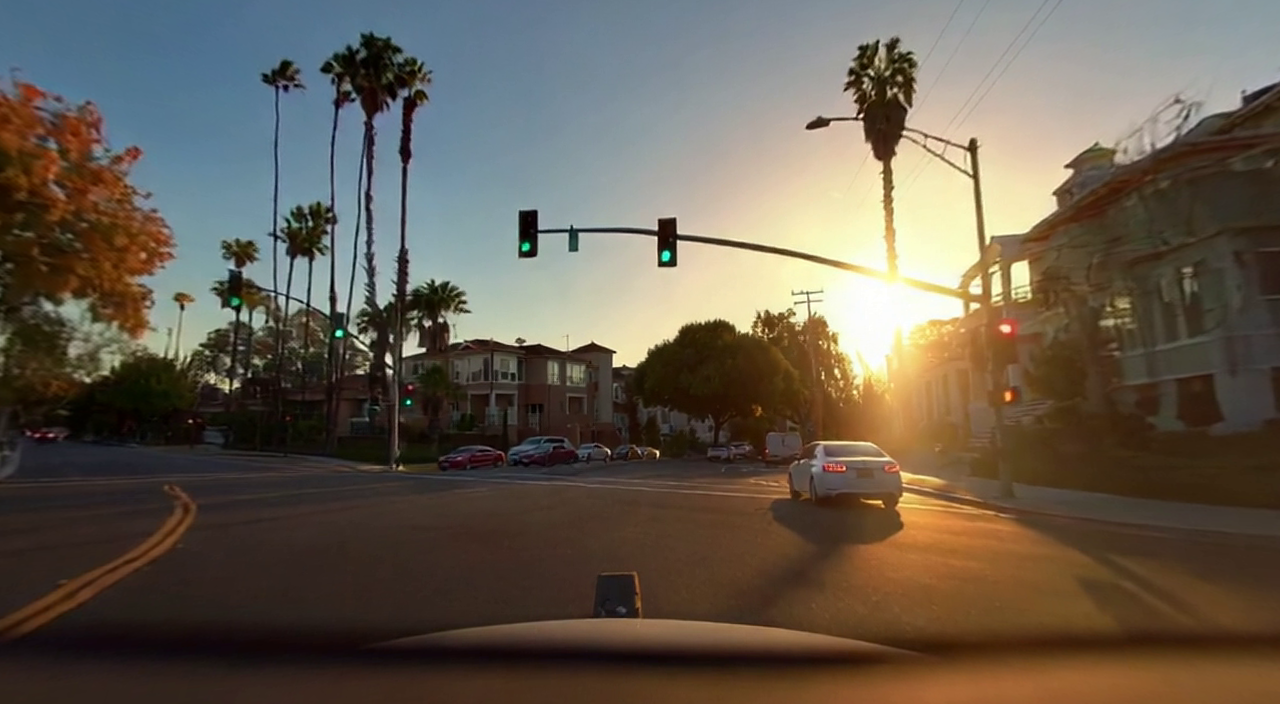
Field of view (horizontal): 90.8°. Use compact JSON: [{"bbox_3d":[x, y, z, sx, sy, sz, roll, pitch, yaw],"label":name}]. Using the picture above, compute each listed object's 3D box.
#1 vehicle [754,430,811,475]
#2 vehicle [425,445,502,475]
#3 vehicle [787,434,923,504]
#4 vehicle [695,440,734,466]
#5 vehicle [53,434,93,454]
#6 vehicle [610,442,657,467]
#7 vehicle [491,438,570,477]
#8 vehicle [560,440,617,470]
[{"bbox_3d":[6.725,4.787,30.298,2.109,2.002,4.424,-1,-8,6],"label":"vehicle"},{"bbox_3d":[-8.582,5.245,31.013,1.891,1.358,3.828,-2,-9,16],"label":"vehicle"},{"bbox_3d":[5.377,2.976,16.546,2.096,1.552,4.519,0,-8,2],"label":"vehicle"},{"bbox_3d":[4.805,6.434,40.450,1.923,1.576,4.026,-2,-9,14],"label":"vehicle"},{"bbox_3d":[-42.533,6.895,47.319,2.013,1.442,4.173,7,-11,-42],"label":"vehicle"},{"bbox_3d":[-0.418,7.468,46.268,2.081,1.453,4.698,-5,-7,16],"label":"vehicle"},{"bbox_3d":[-5.085,4.961,30.134,1.959,1.515,4.668,-2,-6,14],"label":"vehicle"},{"bbox_3d":[-2.916,5.928,36.649,1.852,1.498,4.238,-5,-9,16],"label":"vehicle"}]
